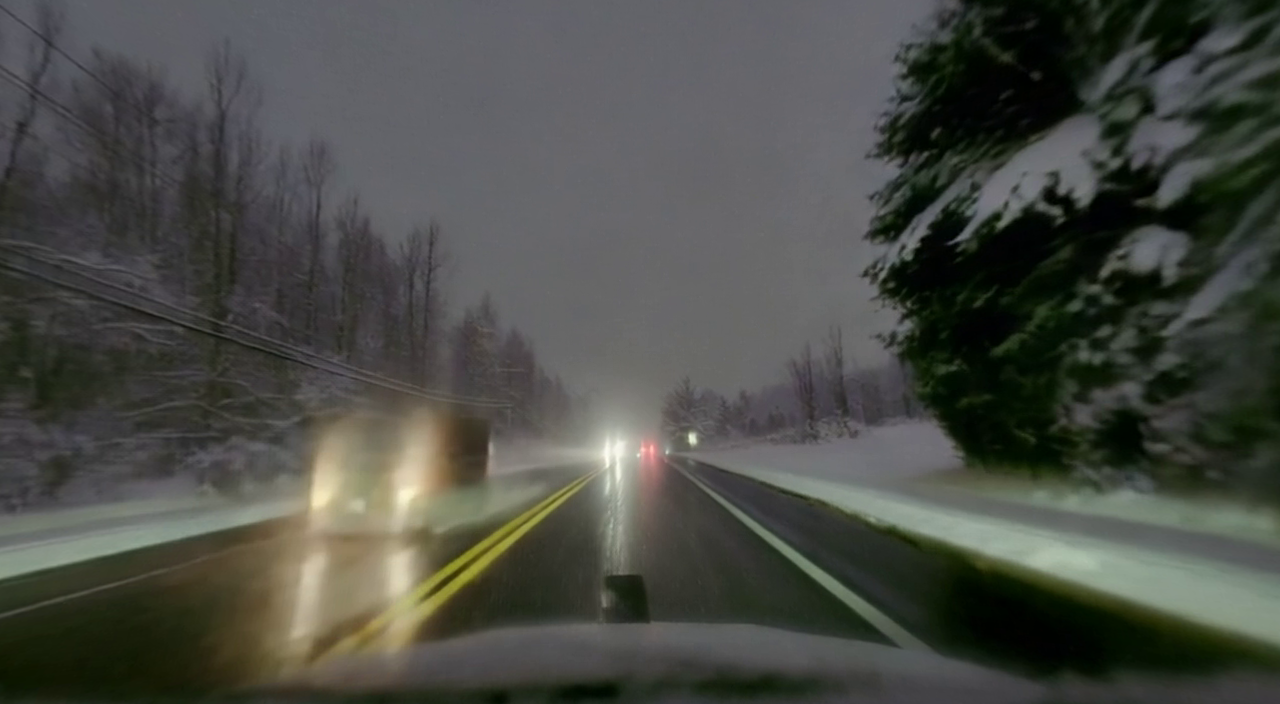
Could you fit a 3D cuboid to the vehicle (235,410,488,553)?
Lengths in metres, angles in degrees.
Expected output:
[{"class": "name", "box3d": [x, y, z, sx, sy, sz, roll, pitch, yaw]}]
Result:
[{"class": "vehicle", "box3d": [-4.015, 1.943, 10.149, 2.041, 1.771, 4.452, 0, -8, 0]}]
